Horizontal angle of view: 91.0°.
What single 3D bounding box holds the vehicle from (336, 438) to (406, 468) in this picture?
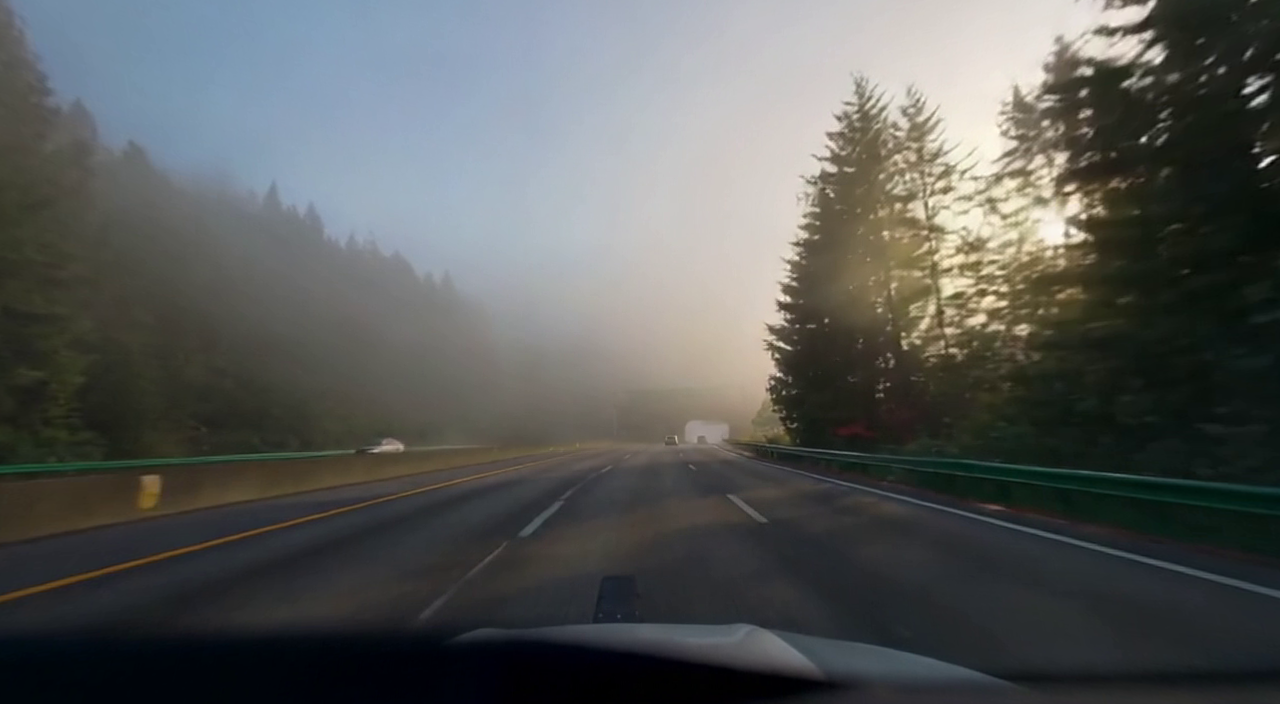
[{"bbox_3d":[-14.037,5.265,33.079,1.905,1.474,3.786,0,-8,2],"label":"vehicle"}]
